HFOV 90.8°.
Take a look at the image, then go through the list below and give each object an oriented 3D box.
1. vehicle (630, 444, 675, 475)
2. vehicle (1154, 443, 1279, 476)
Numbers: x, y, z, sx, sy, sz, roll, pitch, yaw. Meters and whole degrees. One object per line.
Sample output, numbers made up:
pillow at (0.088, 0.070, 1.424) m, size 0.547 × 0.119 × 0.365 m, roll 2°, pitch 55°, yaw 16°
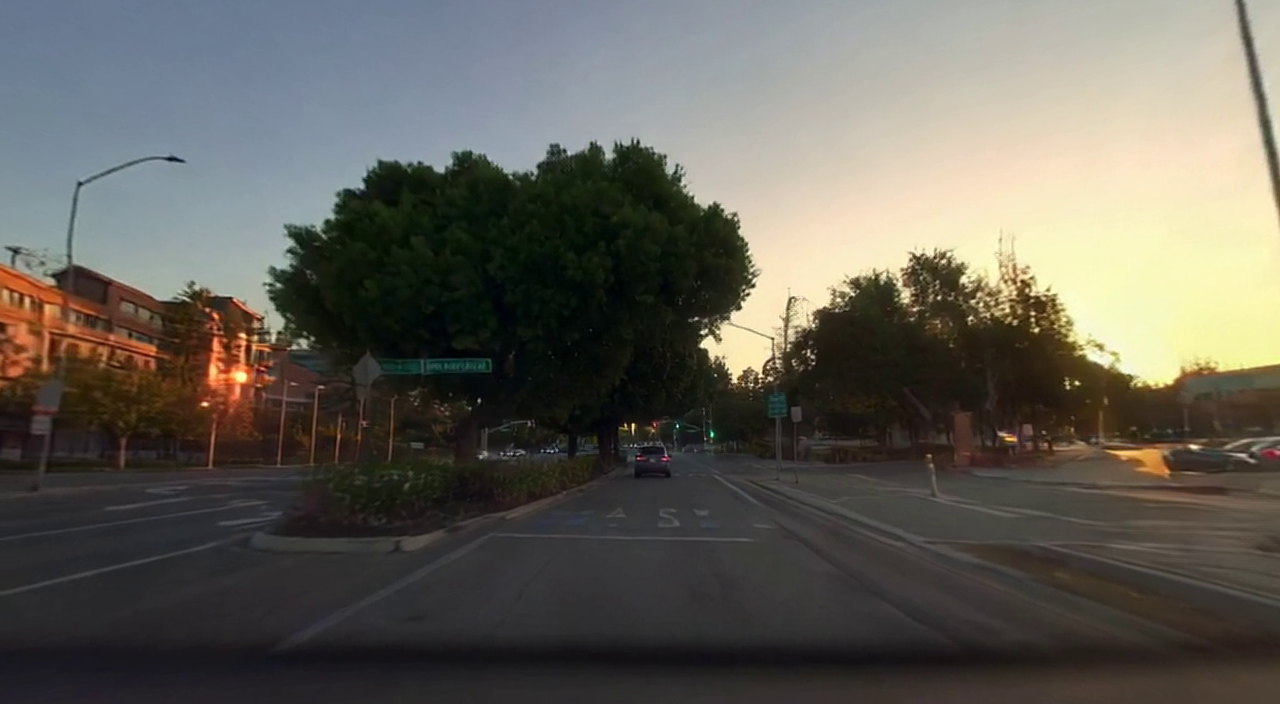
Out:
vehicle at (0.670, 5.446, 32.279) m, size 2.133 × 1.481 × 4.276 m, roll 0°, pitch -9°, yaw 2°
vehicle at (28.021, 5.195, 30.824) m, size 1.839 × 1.470 × 4.548 m, roll 0°, pitch -9°, yaw -3°
